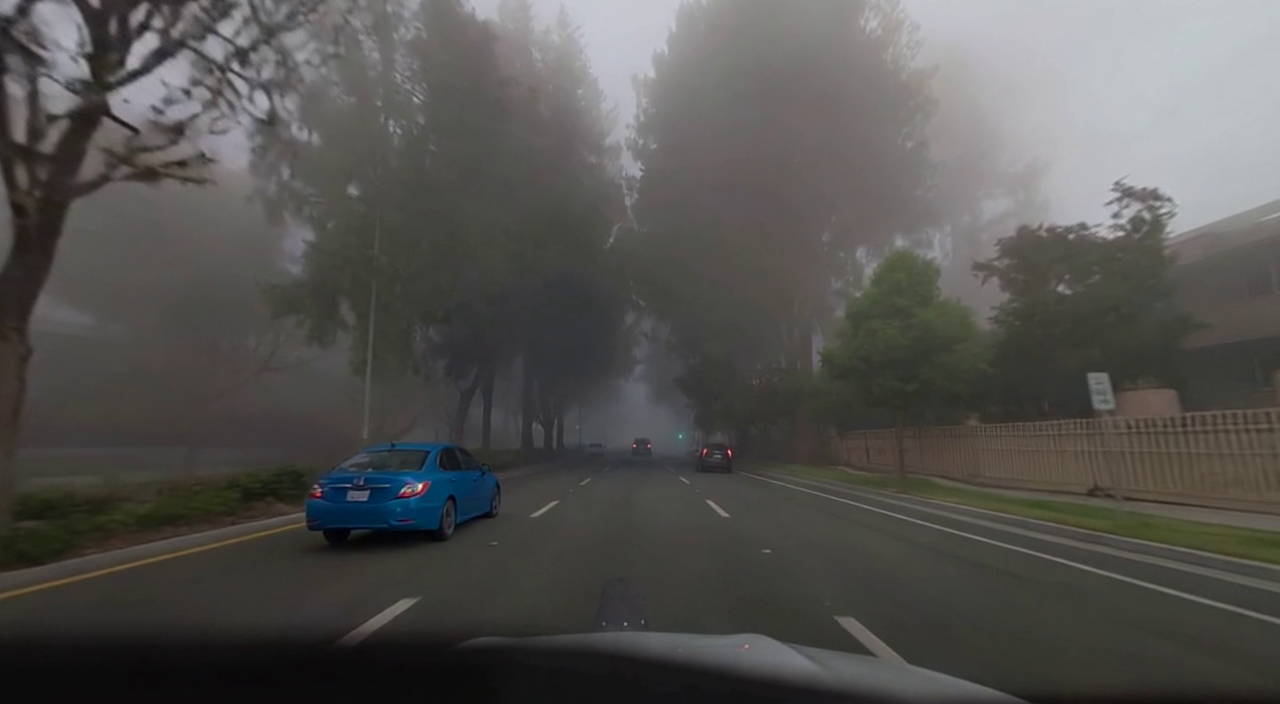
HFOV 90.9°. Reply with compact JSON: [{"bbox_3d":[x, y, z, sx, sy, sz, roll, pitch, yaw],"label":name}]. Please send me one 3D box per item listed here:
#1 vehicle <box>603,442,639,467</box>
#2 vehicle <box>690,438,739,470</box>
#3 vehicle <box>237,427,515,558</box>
[{"bbox_3d":[-1.135,6.497,40.125,1.940,1.473,4.133,-1,-8,3],"label":"vehicle"},{"bbox_3d":[4.089,5.690,35.342,2.182,1.688,4.187,0,-8,-1],"label":"vehicle"},{"bbox_3d":[-3.569,2.007,9.863,2.091,1.503,4.989,0,-8,1],"label":"vehicle"}]
